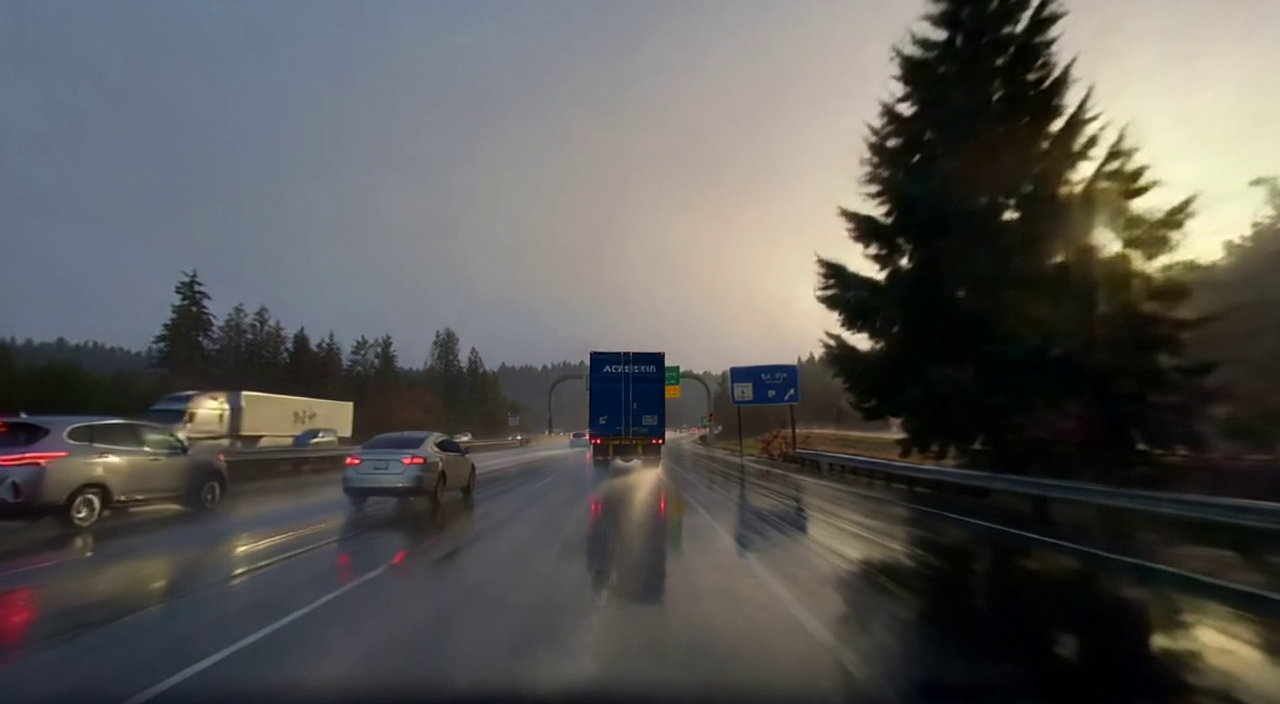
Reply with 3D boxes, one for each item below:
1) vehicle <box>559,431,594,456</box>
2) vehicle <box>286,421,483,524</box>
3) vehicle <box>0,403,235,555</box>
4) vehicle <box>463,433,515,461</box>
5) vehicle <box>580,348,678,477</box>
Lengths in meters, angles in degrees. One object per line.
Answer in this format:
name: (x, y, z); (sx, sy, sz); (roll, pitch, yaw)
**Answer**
vehicle: (-4.432, 6.471, 44.398); (2.104, 1.653, 4.302); (0, -8, -1)
vehicle: (-4.227, 2.024, 11.184); (1.933, 1.492, 3.838); (0, -8, -1)
vehicle: (-8.063, 1.659, 8.849); (1.990, 1.654, 4.129); (0, -8, -1)
vehicle: (-8.651, 5.474, 36.474); (1.976, 1.510, 4.604); (0, -8, -1)
vehicle: (-0.445, 2.619, 25.420); (3.118, 4.106, 10.719); (0, -8, -1)
